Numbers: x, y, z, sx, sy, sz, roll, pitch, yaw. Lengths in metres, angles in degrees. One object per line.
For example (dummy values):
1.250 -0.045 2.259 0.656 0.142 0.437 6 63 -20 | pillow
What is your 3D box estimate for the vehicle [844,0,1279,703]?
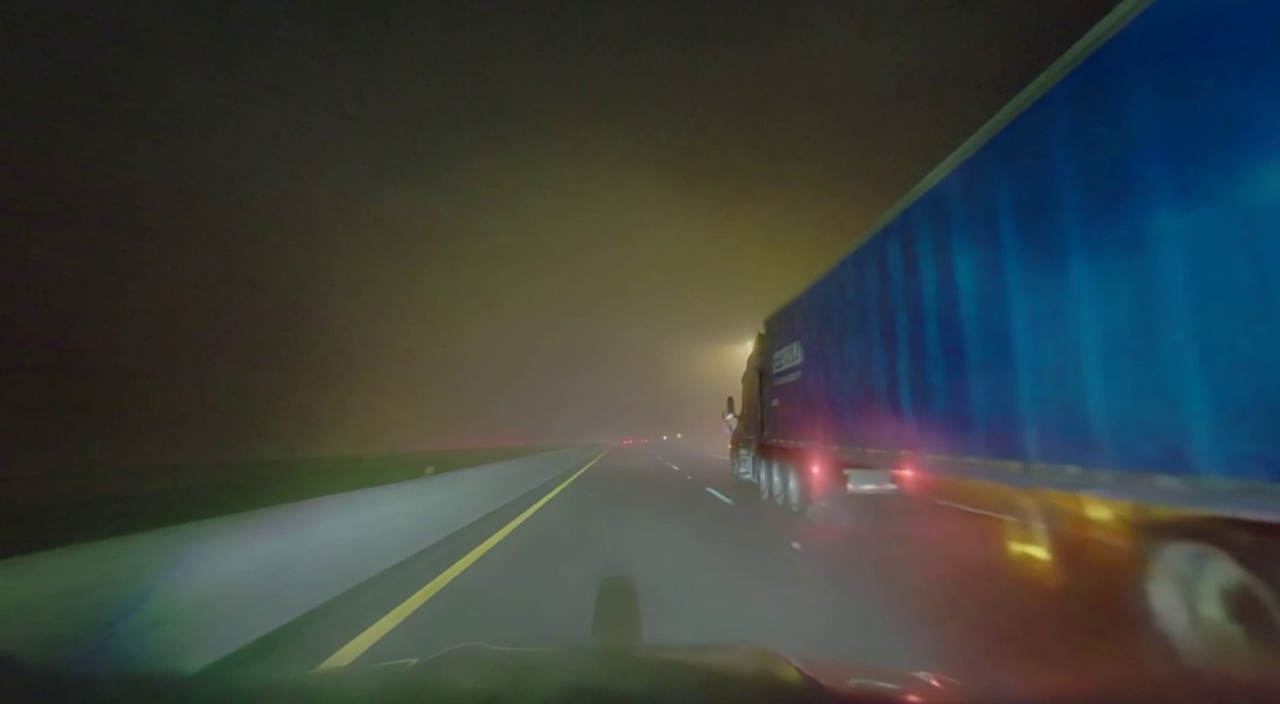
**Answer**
4.166 -0.128 3.703 2.888 3.866 8.380 0 -8 -1 | vehicle
